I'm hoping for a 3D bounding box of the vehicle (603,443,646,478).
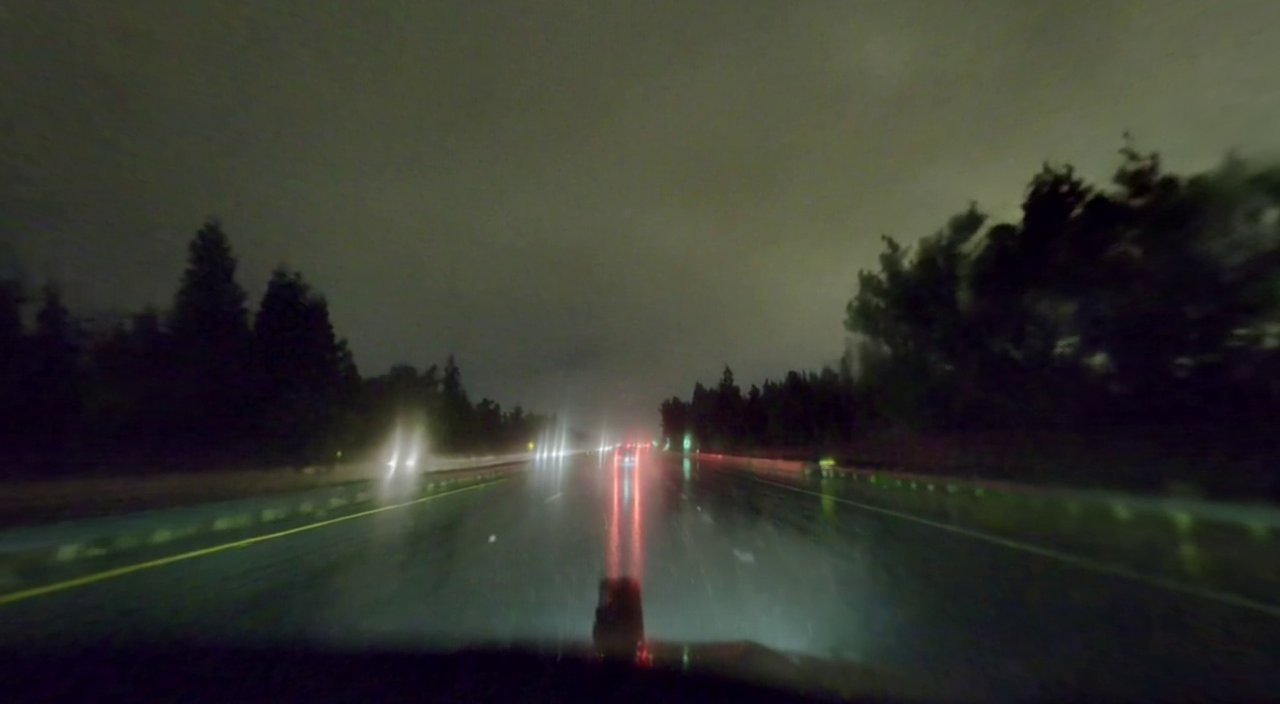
[{"bbox_3d":[-0.779,5.863,34.195,2.120,1.715,4.153,0,-9,1],"label":"vehicle"}]
